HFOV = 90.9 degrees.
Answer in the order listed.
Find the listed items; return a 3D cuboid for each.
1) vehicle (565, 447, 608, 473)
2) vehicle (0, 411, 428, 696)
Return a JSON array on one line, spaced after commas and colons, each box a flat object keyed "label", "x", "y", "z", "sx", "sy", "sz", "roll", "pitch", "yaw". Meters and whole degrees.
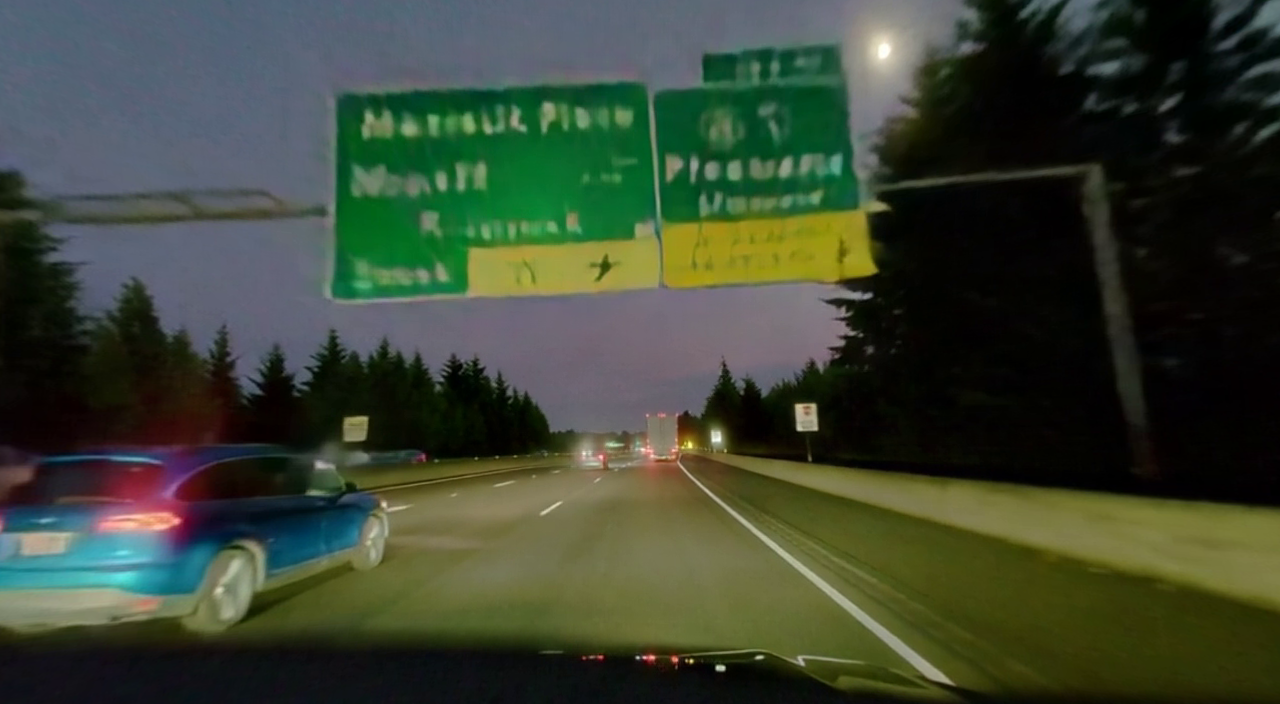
[{"label": "vehicle", "x": -3.133, "y": 6.390, "z": 37.409, "sx": 2.045, "sy": 1.430, "sz": 3.951, "roll": -1, "pitch": -9, "yaw": 2}, {"label": "vehicle", "x": -3.836, "y": 1.466, "z": 5.816, "sx": 2.039, "sy": 1.532, "sz": 4.610, "roll": 0, "pitch": -9, "yaw": 2}]
